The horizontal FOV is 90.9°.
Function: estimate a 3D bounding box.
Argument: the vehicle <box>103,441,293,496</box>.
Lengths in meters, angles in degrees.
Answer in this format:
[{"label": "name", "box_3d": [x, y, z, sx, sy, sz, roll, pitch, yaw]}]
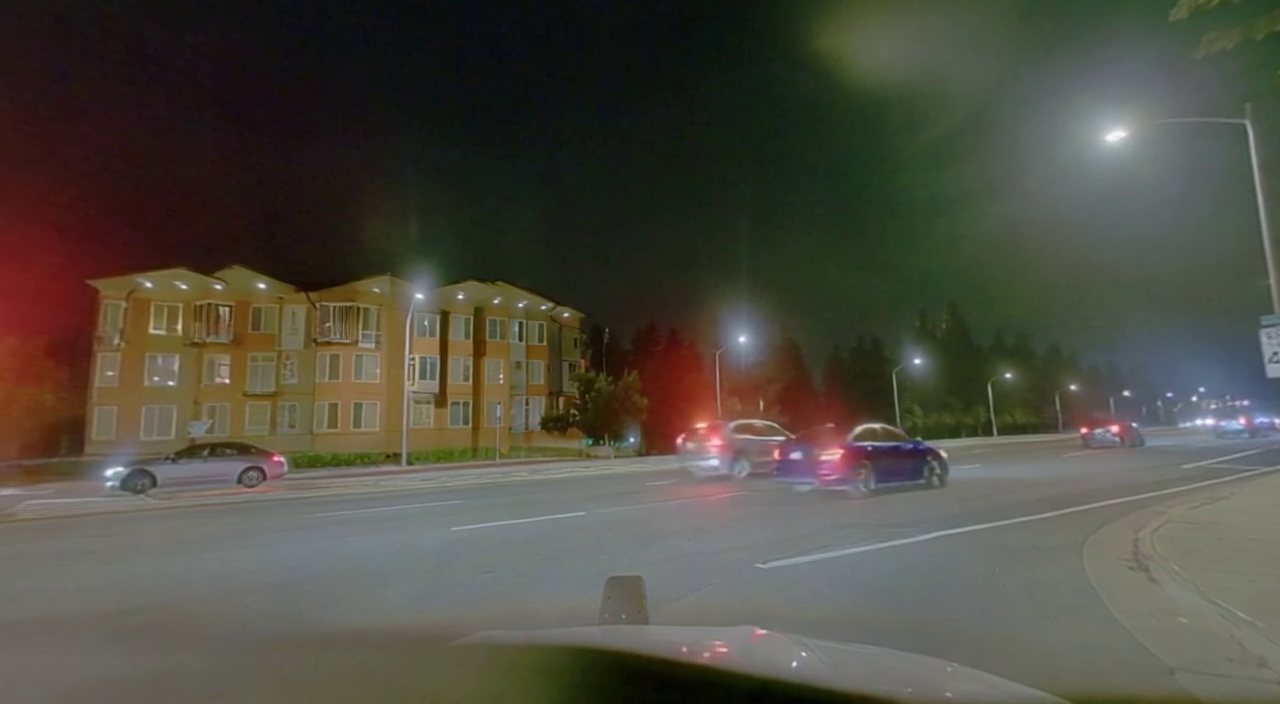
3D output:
[{"label": "vehicle", "box_3d": [-12.731, 3.314, 18.367, 4.289, 1.415, 1.774, 6, -11, -38]}]

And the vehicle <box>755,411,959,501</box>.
[{"label": "vehicle", "box_3d": [4.806, 2.223, 13.765, 4.438, 1.625, 2.033, 6, -11, -37]}]

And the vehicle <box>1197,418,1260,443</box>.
[{"label": "vehicle", "box_3d": [36.305, 4.896, 38.845, 4.521, 1.433, 1.943, 6, -10, -37]}]

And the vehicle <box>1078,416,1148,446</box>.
[{"label": "vehicle", "box_3d": [28.163, 4.742, 37.466, 4.683, 1.678, 1.981, 6, -11, -37]}]

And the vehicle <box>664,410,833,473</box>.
[{"label": "vehicle", "box_3d": [3.880, 3.113, 21.972, 5.994, 1.898, 2.264, 6, -11, -37]}]
